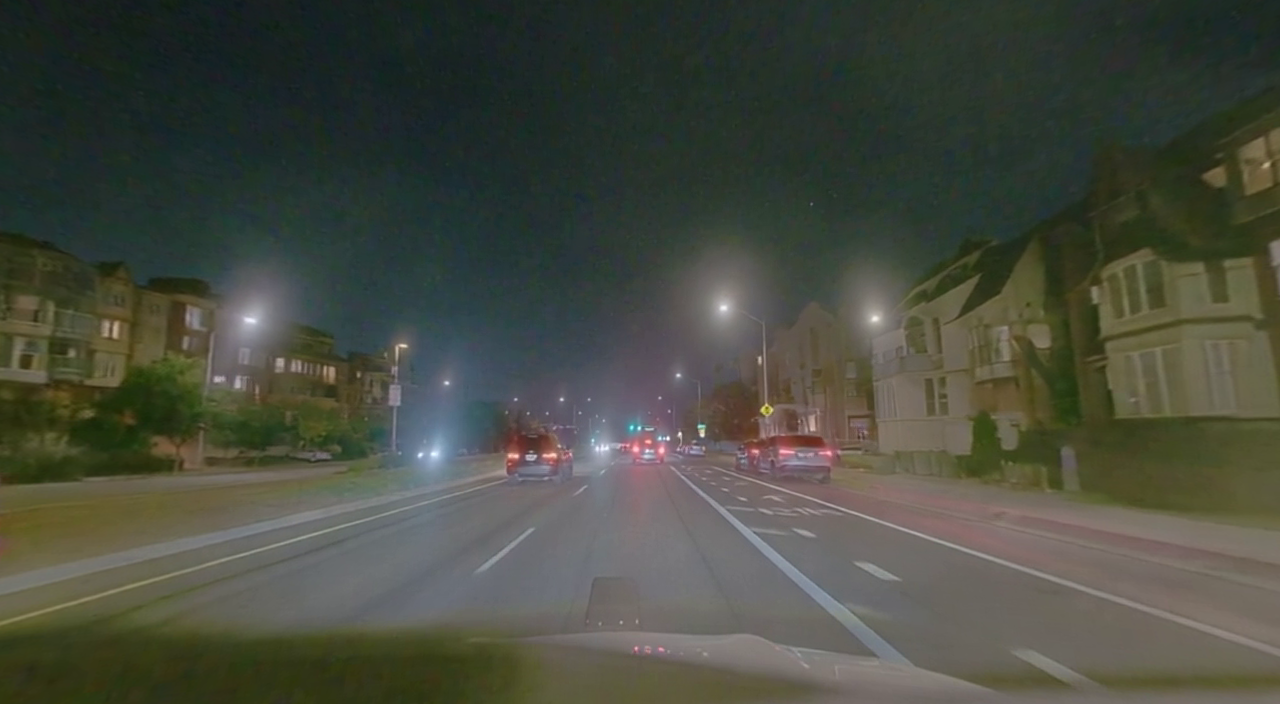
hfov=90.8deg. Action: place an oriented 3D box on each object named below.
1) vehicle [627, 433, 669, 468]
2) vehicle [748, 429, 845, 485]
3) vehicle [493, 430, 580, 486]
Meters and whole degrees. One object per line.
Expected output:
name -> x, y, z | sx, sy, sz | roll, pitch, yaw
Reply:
vehicle -> 0.452, 5.699, 36.719 | 2.273, 1.851, 5.075 | 0, -9, 0
vehicle -> 5.773, 3.988, 24.216 | 2.217, 1.874, 5.660 | 0, -9, 0
vehicle -> -3.538, 3.755, 22.547 | 2.233, 1.775, 4.491 | 0, -9, 1
